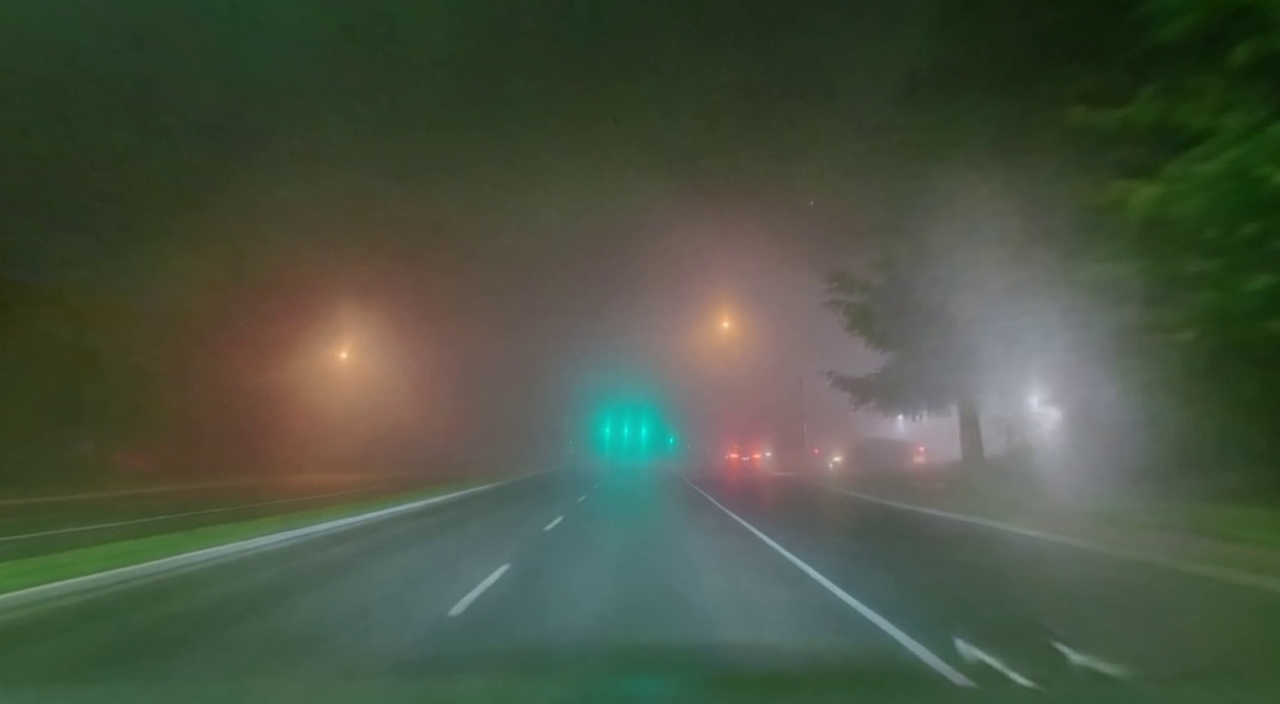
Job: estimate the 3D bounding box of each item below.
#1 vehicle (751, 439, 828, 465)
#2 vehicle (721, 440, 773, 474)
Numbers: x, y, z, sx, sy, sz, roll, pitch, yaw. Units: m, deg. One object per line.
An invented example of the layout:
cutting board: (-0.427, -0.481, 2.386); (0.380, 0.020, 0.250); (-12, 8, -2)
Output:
vehicle: (10.351, 7.009, 44.075); (4.879, 1.701, 2.095); (-1, -10, 3)
vehicle: (5.704, 5.664, 34.215); (2.057, 1.688, 4.596); (0, -8, 0)
